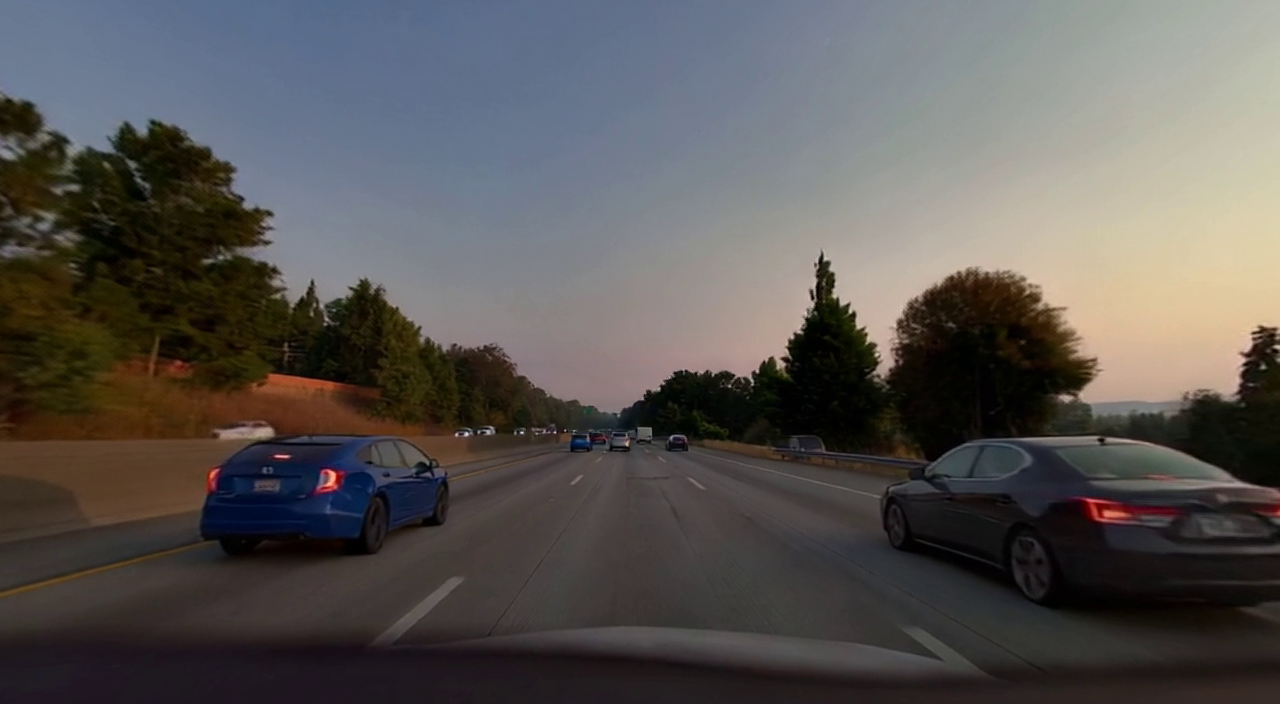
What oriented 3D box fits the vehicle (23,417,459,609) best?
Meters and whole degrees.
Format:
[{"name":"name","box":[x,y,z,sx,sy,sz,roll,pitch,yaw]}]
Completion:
[{"name":"vehicle","box":[-3.929,1.628,7.581,2.032,1.535,4.889,0,-8,0]}]

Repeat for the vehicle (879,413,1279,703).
[{"name":"vehicle","box":[3.724,1.350,5.238,1.883,1.536,3.792,0,-8,-2]}]

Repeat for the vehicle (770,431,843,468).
[{"name":"vehicle","box":[8.080,4.772,31.088,2.156,1.679,4.492,0,-8,-3]}]
